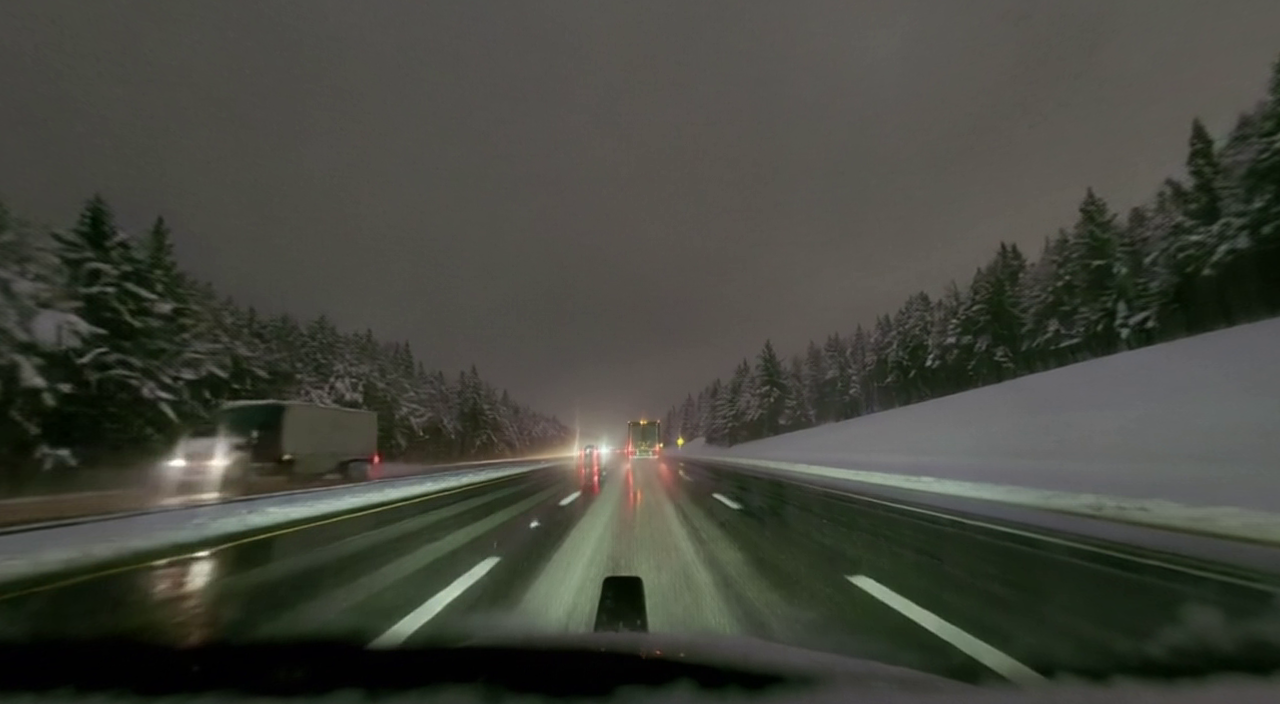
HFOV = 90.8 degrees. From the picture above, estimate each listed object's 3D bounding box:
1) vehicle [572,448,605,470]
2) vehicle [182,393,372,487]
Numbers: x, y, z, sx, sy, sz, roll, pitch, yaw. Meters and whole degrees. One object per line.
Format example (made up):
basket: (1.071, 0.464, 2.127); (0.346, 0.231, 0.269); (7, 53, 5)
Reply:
vehicle: (-3.473, 7.295, 43.202); (1.955, 1.438, 4.100); (0, -9, 0)
vehicle: (-16.706, 4.338, 30.510); (2.811, 3.701, 10.775); (0, -9, 0)
